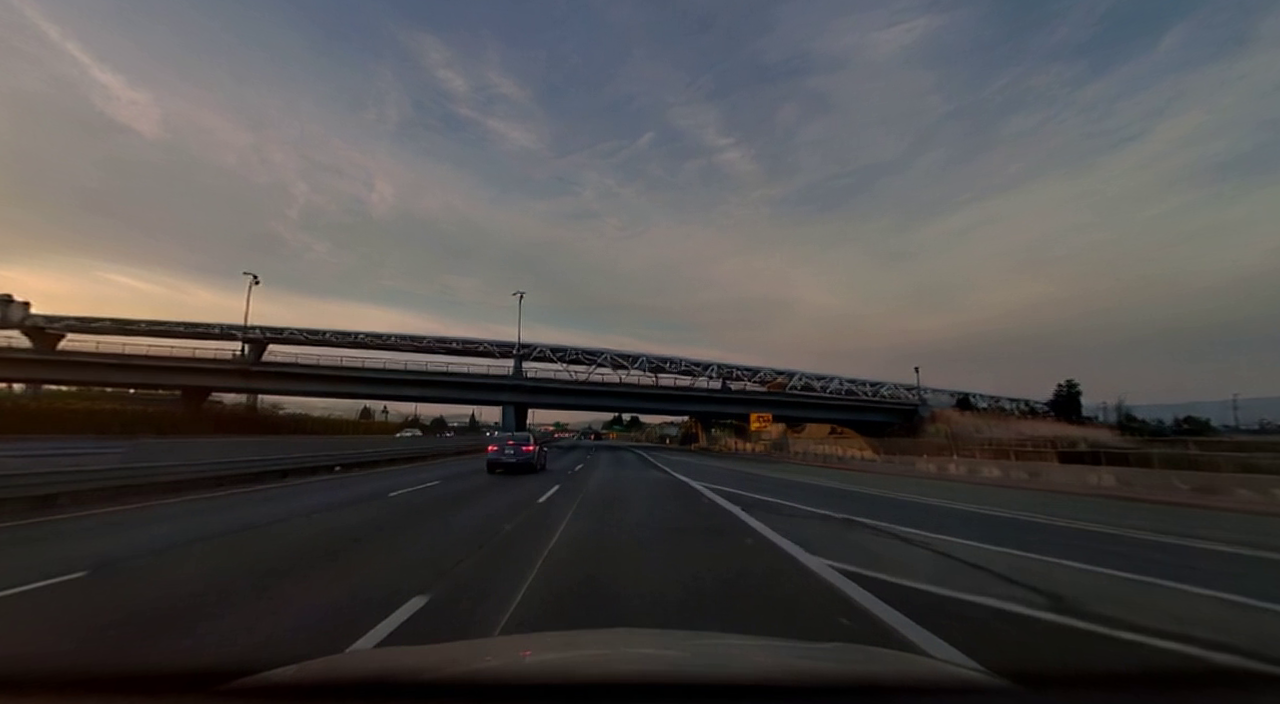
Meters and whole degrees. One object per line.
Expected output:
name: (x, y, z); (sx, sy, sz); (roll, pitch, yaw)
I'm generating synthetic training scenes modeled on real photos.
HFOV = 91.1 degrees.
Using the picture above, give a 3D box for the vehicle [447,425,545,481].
vehicle: (-4.538, 3.271, 20.665); (2.123, 1.601, 4.887); (0, -8, -1)
